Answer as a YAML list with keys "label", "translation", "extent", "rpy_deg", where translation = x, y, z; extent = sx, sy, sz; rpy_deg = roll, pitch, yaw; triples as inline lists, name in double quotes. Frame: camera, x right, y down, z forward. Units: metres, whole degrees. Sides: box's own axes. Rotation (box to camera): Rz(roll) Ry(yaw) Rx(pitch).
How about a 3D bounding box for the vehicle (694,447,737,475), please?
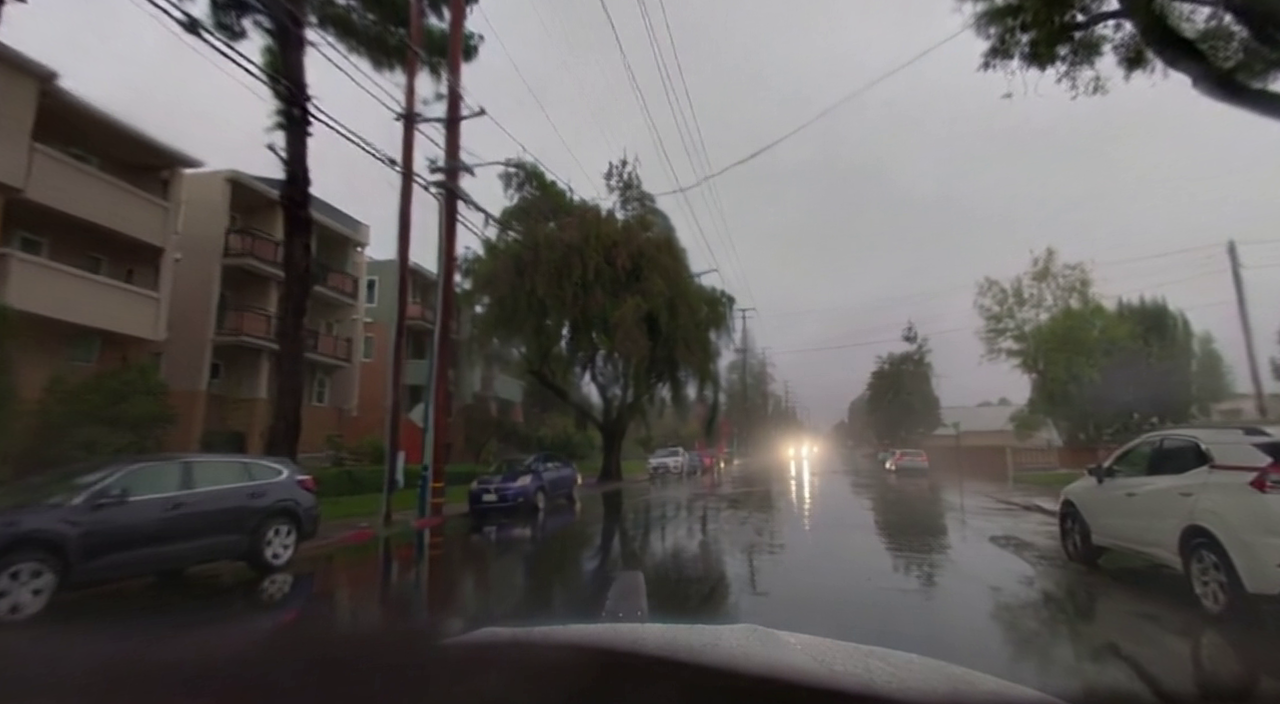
- label: "vehicle"
  translation: [5.451, 7.845, 45.143]
  extent: [1.953, 1.699, 4.234]
  rpy_deg: [-10, -13, 18]

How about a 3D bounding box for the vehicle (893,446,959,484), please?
- label: "vehicle"
  translation: [12.439, 4.903, 27.707]
  extent: [1.964, 1.515, 4.055]
  rpy_deg: [-3, -9, 16]

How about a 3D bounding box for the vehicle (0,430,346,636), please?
- label: "vehicle"
  translation: [-6.018, 1.964, 7.455]
  extent: [2.068, 1.745, 4.579]
  rpy_deg: [-11, -10, 14]

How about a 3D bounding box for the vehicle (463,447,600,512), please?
- label: "vehicle"
  translation: [-3.023, 3.796, 18.789]
  extent: [2.017, 1.582, 4.664]
  rpy_deg: [-6, -13, 18]

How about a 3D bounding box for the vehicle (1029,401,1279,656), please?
- label: "vehicle"
  translation: [5.764, 1.442, 6.123]
  extent: [2.180, 1.677, 4.432]
  rpy_deg: [-3, -9, 16]

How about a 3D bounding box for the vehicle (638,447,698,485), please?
- label: "vehicle"
  translation: [1.554, 5.904, 33.126]
  extent: [2.011, 1.801, 4.676]
  rpy_deg: [-3, -9, 17]
